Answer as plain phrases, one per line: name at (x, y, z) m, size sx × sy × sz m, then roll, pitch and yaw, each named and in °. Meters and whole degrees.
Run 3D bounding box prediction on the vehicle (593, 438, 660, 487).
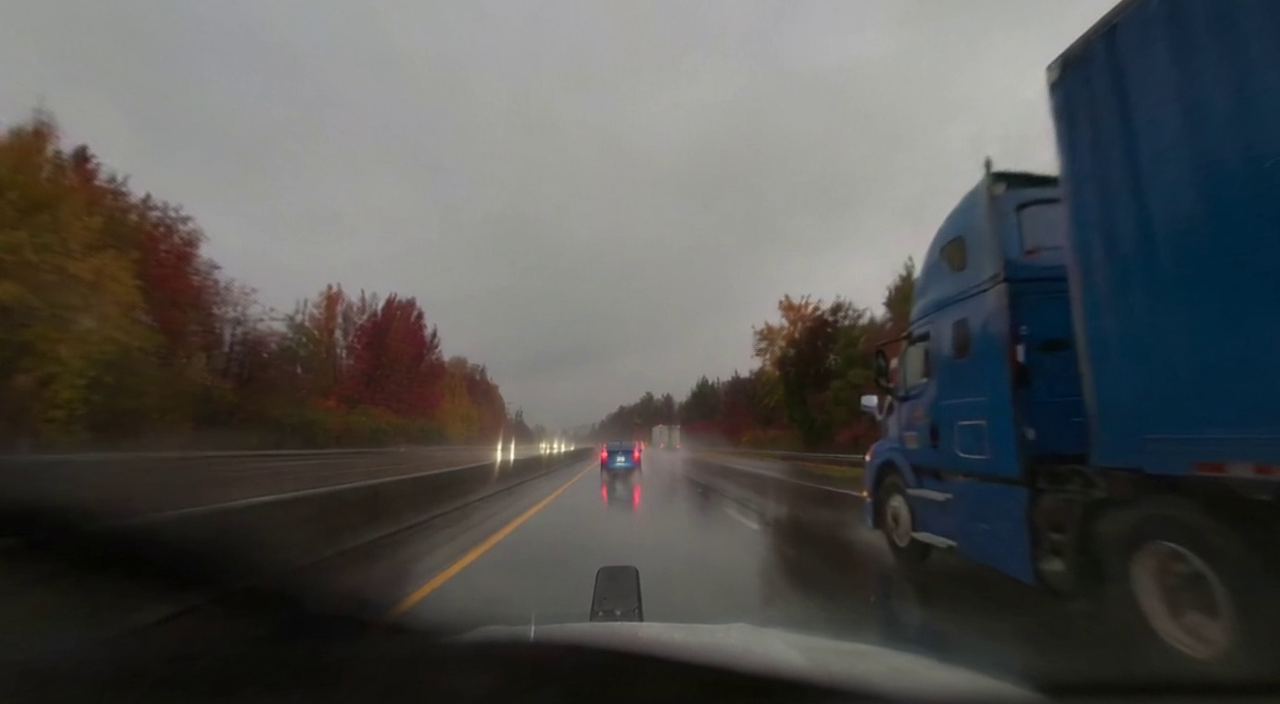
vehicle at (-0.468, 3.787, 21.761) m, size 2.099 × 1.506 × 4.097 m, roll 0°, pitch -9°, yaw -1°
